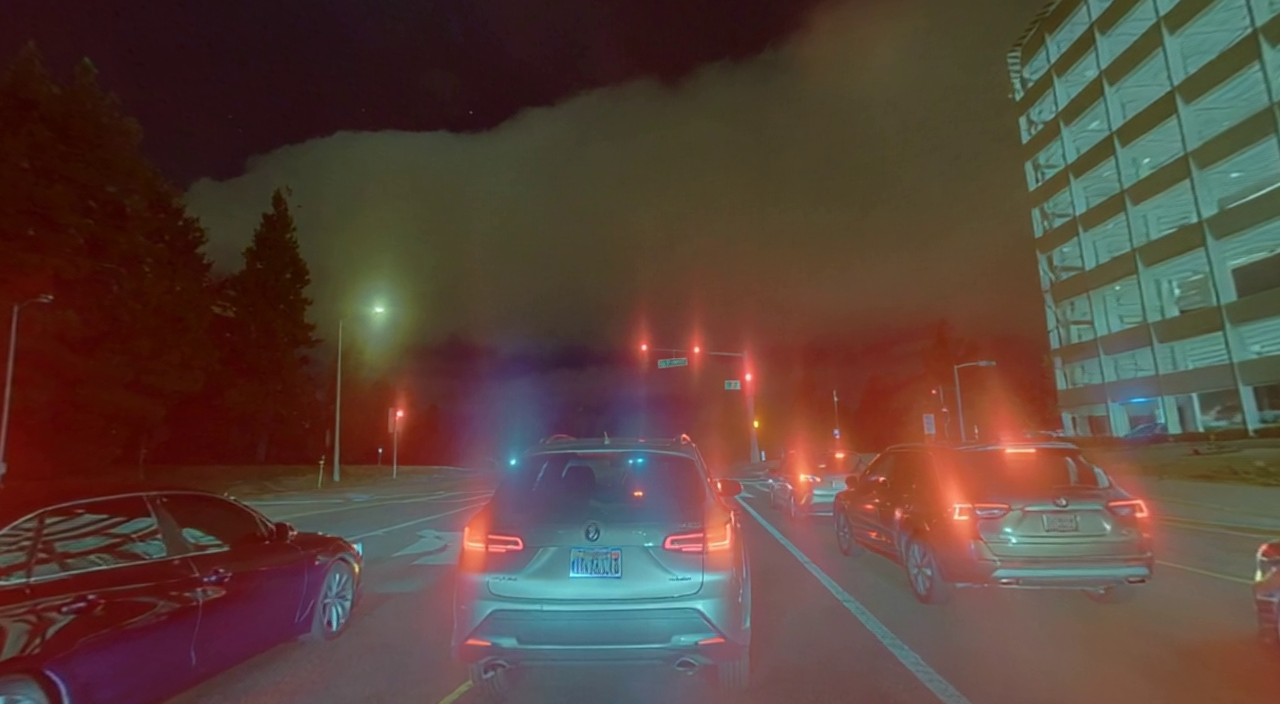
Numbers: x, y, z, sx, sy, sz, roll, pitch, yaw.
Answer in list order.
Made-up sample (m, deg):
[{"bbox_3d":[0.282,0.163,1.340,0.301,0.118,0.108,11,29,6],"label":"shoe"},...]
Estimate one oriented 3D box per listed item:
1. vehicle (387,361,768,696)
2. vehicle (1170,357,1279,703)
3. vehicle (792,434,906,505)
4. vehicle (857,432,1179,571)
[{"bbox_3d":[-0.205,1.237,5.560,2.021,1.742,4.295,-1,-8,4],"label":"vehicle"},{"bbox_3d":[4.063,0.602,1.117,1.993,1.719,4.953,0,-8,1],"label":"vehicle"},{"bbox_3d":[5.332,3.031,16.714,1.994,1.638,4.100,-1,-9,6],"label":"vehicle"},{"bbox_3d":[4.901,1.968,9.182,1.963,1.480,4.553,0,-8,2],"label":"vehicle"}]
